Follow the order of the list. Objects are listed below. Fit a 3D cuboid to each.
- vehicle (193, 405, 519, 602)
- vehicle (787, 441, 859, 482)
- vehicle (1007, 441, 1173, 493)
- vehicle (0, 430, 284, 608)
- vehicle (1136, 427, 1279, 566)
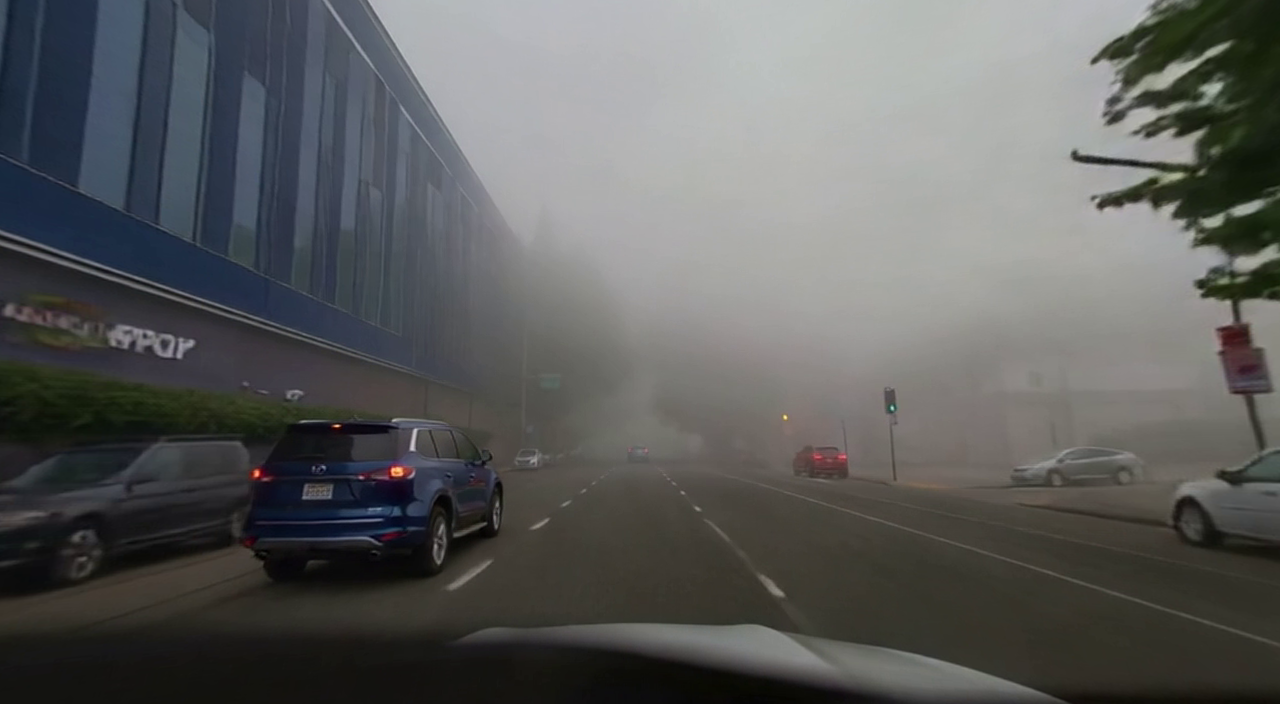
[{"bbox_3d":[-2.999,1.699,7.967,2.002,1.756,4.366,-1,-8,1],"label":"vehicle"},{"bbox_3d":[9.329,5.607,32.726,2.129,1.929,5.537,-1,-8,1],"label":"vehicle"},{"bbox_3d":[17.118,4.375,24.229,4.693,1.827,2.098,0,-9,0],"label":"vehicle"},{"bbox_3d":[-6.873,1.931,8.278,1.825,1.679,4.336,-1,-8,1],"label":"vehicle"},{"bbox_3d":[9.029,1.871,7.824,2.005,1.726,4.658,5,-8,-1],"label":"vehicle"}]
